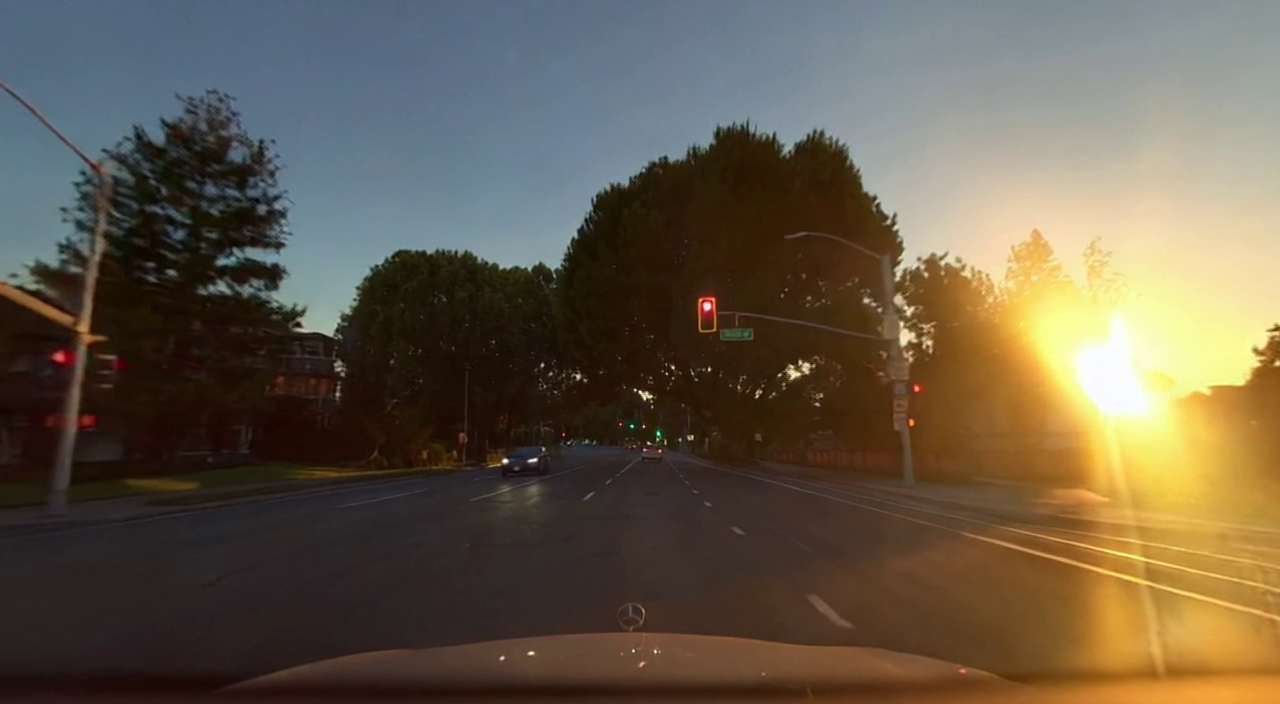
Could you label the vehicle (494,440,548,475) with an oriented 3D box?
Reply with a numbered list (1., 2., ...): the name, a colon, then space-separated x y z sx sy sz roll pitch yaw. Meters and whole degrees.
1. vehicle: -6.423 5.718 34.421 2.008 1.718 4.356 0 -8 1
